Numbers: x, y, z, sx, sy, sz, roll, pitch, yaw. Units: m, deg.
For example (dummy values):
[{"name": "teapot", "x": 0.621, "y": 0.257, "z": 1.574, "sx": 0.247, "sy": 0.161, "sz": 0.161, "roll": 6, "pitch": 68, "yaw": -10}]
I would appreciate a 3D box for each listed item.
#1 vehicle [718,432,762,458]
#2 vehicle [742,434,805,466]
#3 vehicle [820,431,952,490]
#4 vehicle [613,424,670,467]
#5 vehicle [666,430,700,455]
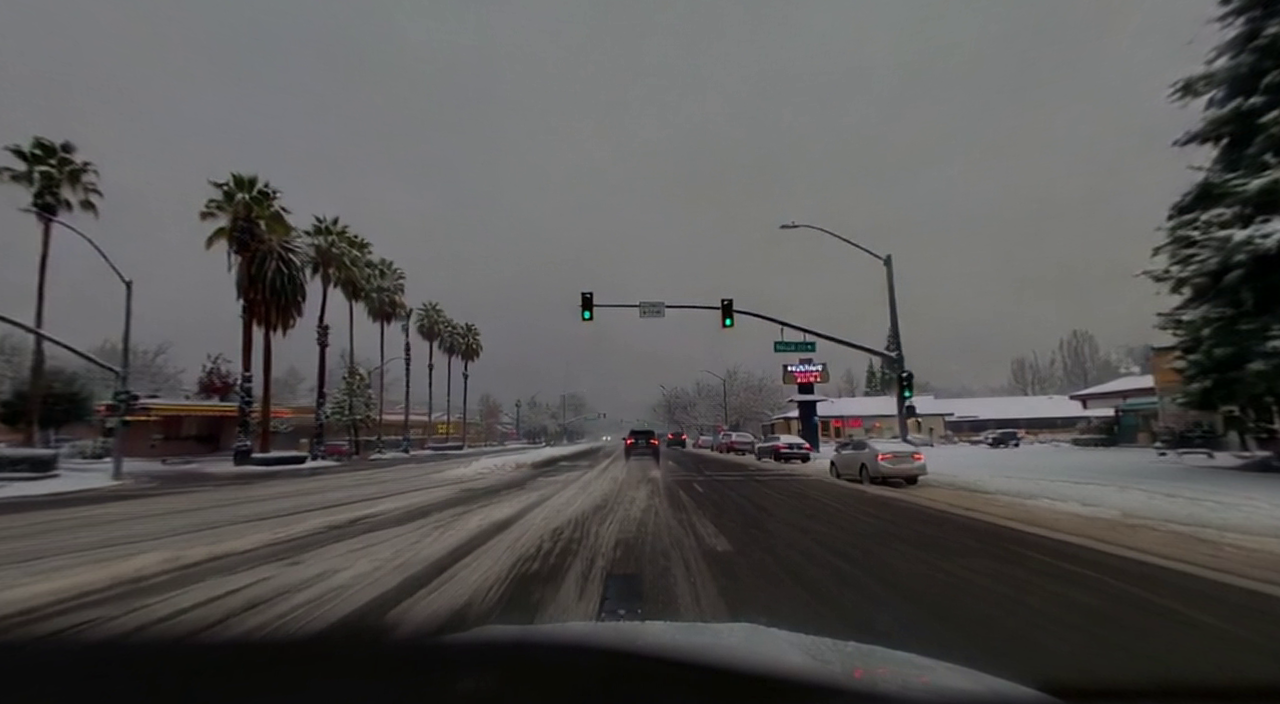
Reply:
[{"name": "vehicle", "x": 6.733, "y": 6.304, "z": 42.870, "sx": 2.100, "sy": 1.675, "sz": 4.536, "roll": 0, "pitch": -8, "yaw": -2}, {"name": "vehicle", "x": 6.653, "y": 4.944, "z": 32.093, "sx": 2.038, "sy": 1.476, "sz": 5.032, "roll": 0, "pitch": -8, "yaw": -1}, {"name": "vehicle", "x": 6.823, "y": 3.060, "z": 18.133, "sx": 1.902, "sy": 1.461, "sz": 4.428, "roll": 0, "pitch": -8, "yaw": -1}, {"name": "vehicle", "x": 0.028, "y": 4.316, "z": 29.157, "sx": 2.428, "sy": 1.816, "sz": 4.959, "roll": 0, "pitch": -8, "yaw": -1}, {"name": "vehicle", "x": 3.285, "y": 7.039, "z": 49.067, "sx": 2.187, "sy": 1.777, "sz": 4.444, "roll": 0, "pitch": -8, "yaw": -2}]
